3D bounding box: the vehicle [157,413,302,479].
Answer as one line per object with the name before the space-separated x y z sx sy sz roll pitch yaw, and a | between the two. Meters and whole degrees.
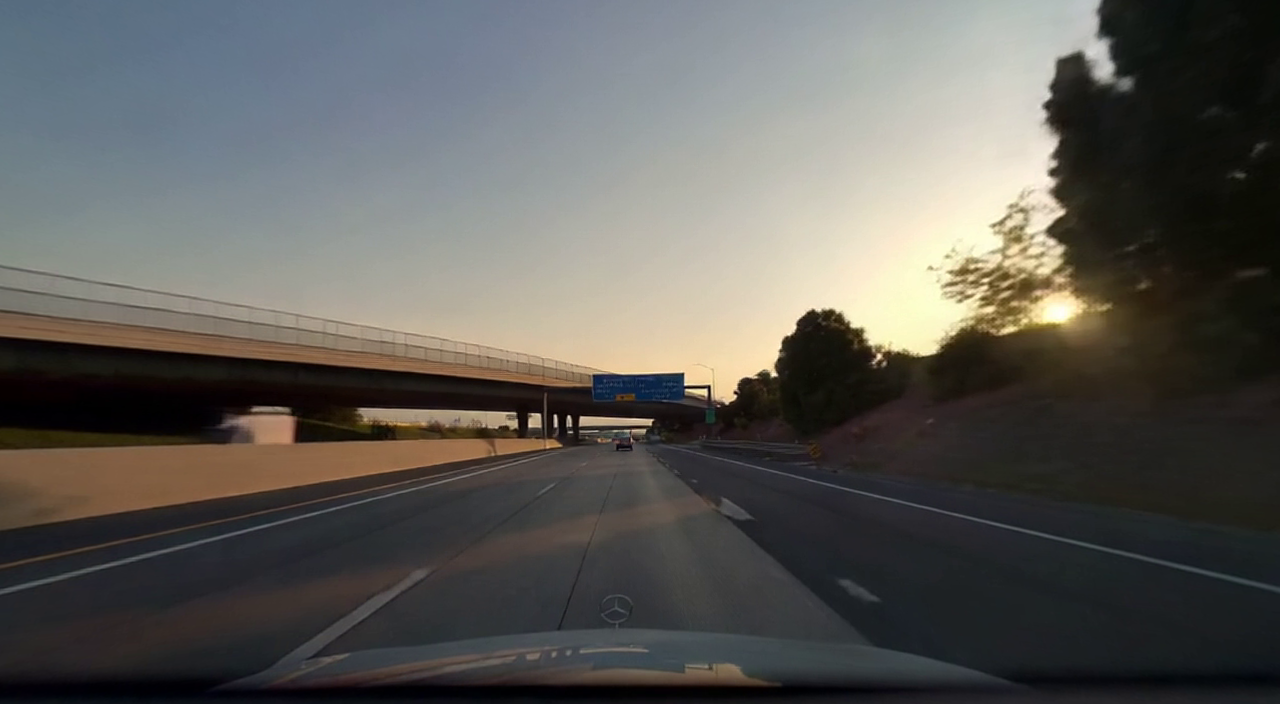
vehicle | -17.734 4.081 27.754 2.364 2.534 5.997 0 -8 -1
